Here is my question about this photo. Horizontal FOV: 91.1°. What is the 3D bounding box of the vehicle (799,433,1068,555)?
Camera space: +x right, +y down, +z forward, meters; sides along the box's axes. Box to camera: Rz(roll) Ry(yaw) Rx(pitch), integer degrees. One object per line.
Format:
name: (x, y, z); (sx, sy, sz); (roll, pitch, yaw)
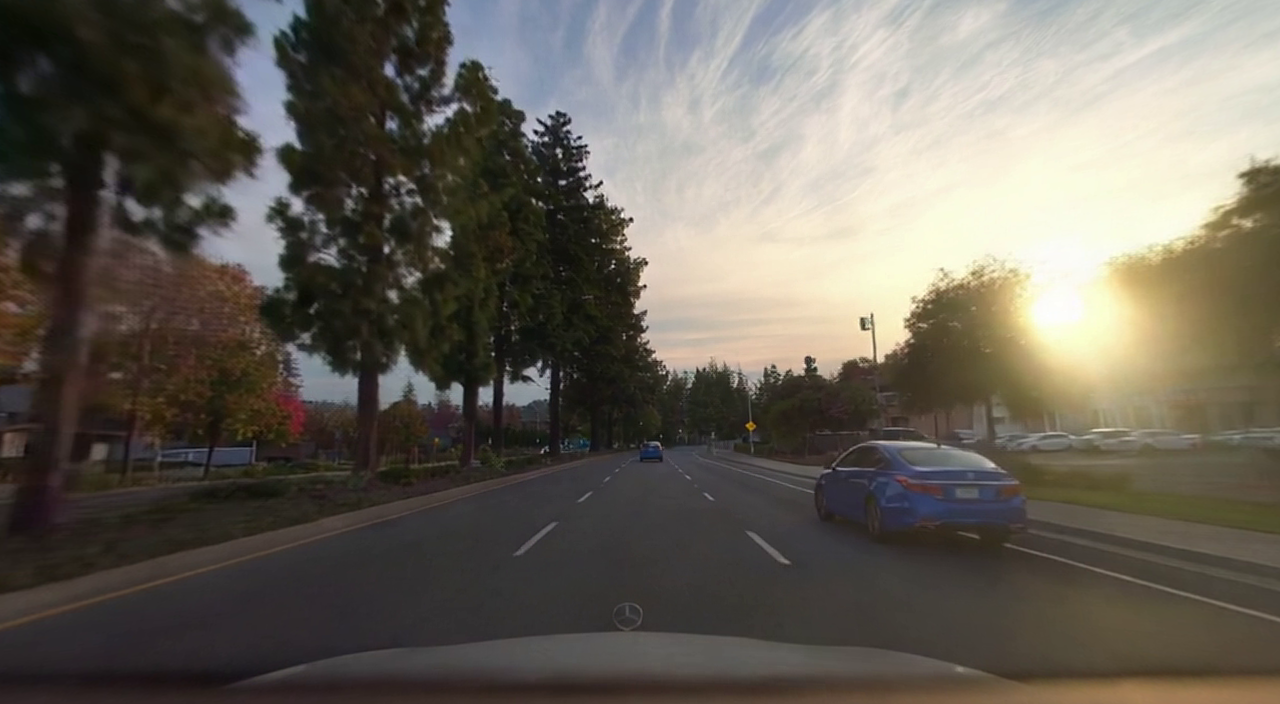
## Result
vehicle: (4.211, 2.099, 10.080); (2.053, 1.482, 4.568); (0, -9, -1)

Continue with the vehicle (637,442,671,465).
vehicle: (0.916, 6.806, 42.227); (2.144, 1.505, 4.128); (0, -9, 0)

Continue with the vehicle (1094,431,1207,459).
vehicle: (27.673, 5.063, 34.128); (4.440, 1.475, 1.906); (0, -9, 0)
